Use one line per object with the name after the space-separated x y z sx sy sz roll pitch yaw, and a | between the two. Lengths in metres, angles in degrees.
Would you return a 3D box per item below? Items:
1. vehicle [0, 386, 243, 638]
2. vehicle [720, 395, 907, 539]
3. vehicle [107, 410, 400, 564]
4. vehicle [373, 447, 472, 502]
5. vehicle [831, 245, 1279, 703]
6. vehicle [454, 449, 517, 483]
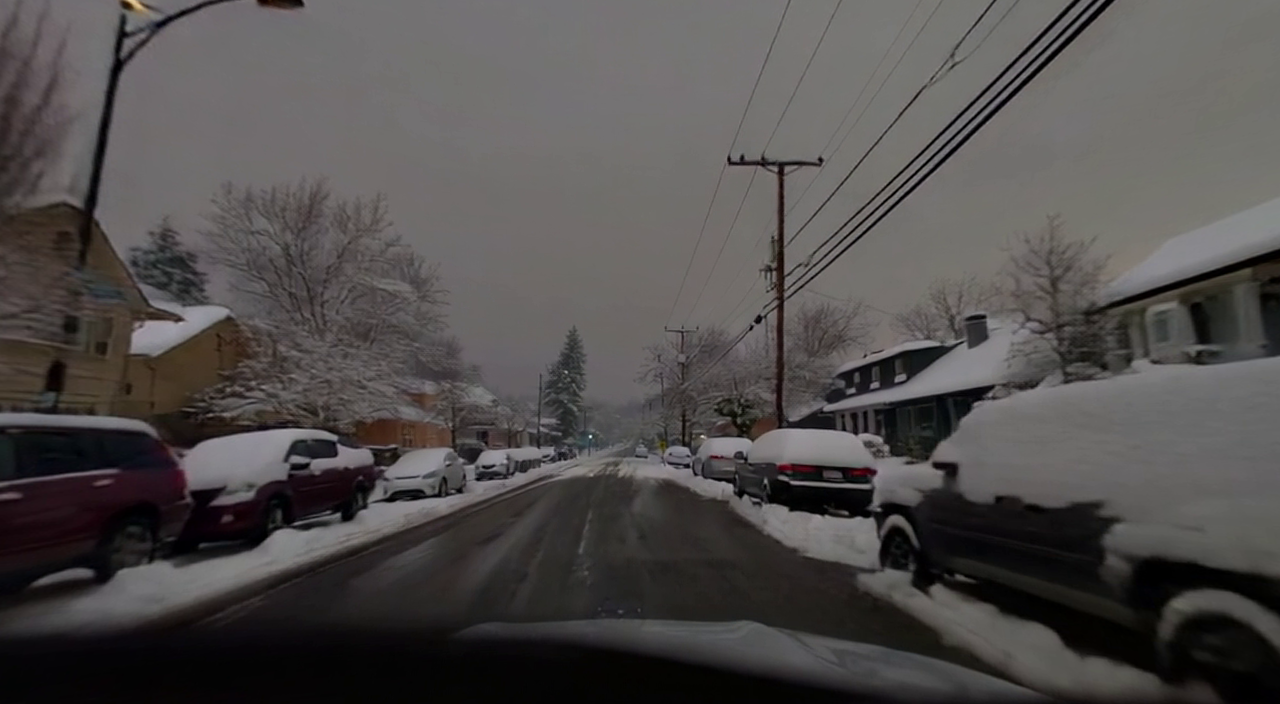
-5.969 1.324 5.461 2.034 1.923 4.713 0 -8 -1 | vehicle
3.076 2.168 12.491 2.295 2.279 4.578 0 -8 -1 | vehicle
-5.970 2.109 10.754 2.059 1.969 4.925 0 -8 -3 | vehicle
-6.646 3.740 19.856 1.866 1.474 4.753 1 -8 -6 | vehicle
3.227 0.913 3.809 2.237 2.071 5.332 0 -8 -3 | vehicle
-6.911 5.118 28.677 1.958 1.359 4.357 0 -8 -3 | vehicle
